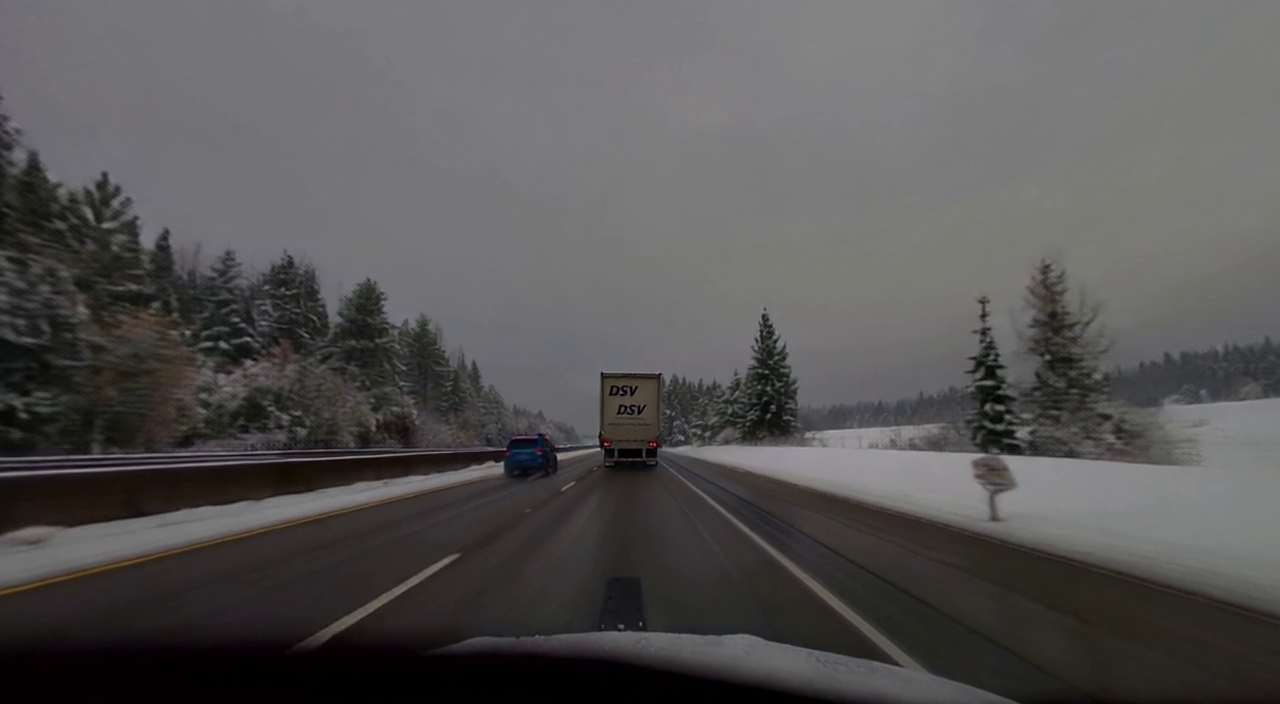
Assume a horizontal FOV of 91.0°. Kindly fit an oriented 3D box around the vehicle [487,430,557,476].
[{"bbox_3d":[-4.876,4.259,26.793,2.086,1.778,4.544,0,-8,0],"label":"vehicle"}]

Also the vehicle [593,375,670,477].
[{"bbox_3d":[-0.431,3.602,29.727,2.969,3.957,10.270,0,-8,-1],"label":"vehicle"}]
